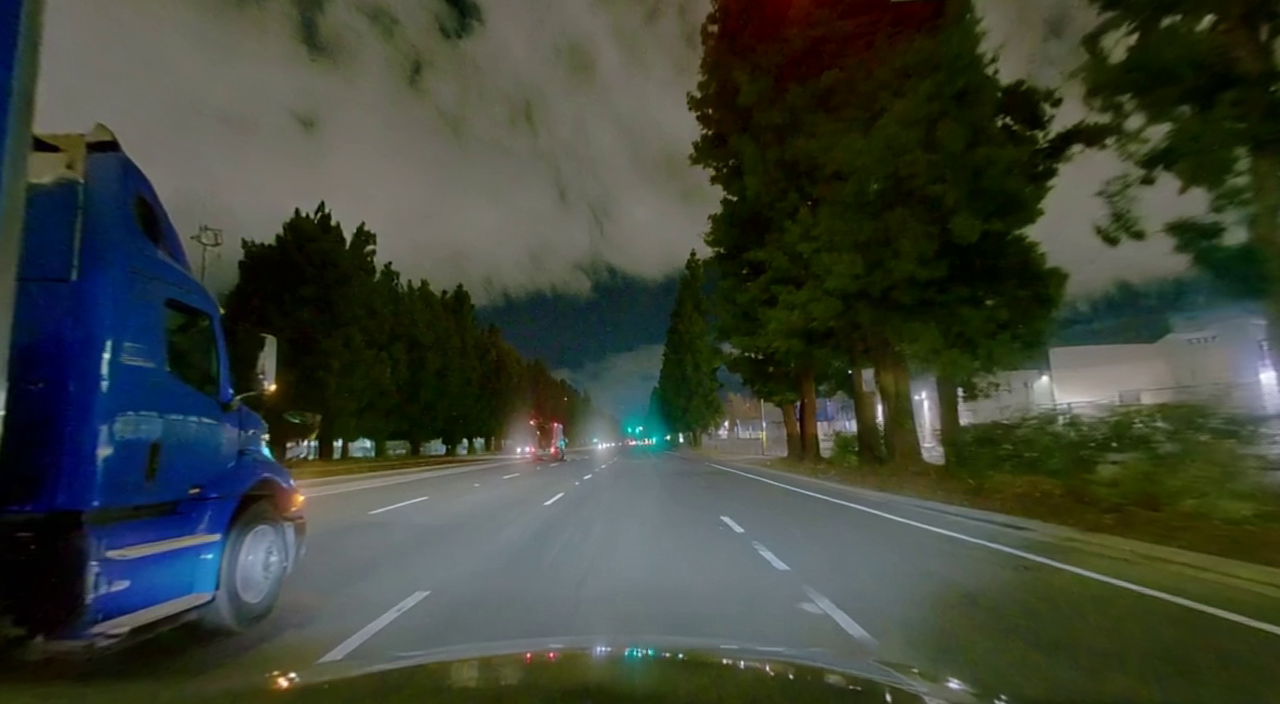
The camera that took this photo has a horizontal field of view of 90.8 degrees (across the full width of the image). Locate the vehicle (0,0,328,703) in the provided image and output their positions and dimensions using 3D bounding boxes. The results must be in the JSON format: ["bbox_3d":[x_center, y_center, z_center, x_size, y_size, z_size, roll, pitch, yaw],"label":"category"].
[{"bbox_3d":[-3.606,-0.202,0.118,2.910,3.419,8.376,0,-8,-1],"label":"vehicle"}]

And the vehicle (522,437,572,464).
[{"bbox_3d":[-6.878,7.408,47.683,2.743,1.832,7.257,0,-8,0],"label":"vehicle"}]
